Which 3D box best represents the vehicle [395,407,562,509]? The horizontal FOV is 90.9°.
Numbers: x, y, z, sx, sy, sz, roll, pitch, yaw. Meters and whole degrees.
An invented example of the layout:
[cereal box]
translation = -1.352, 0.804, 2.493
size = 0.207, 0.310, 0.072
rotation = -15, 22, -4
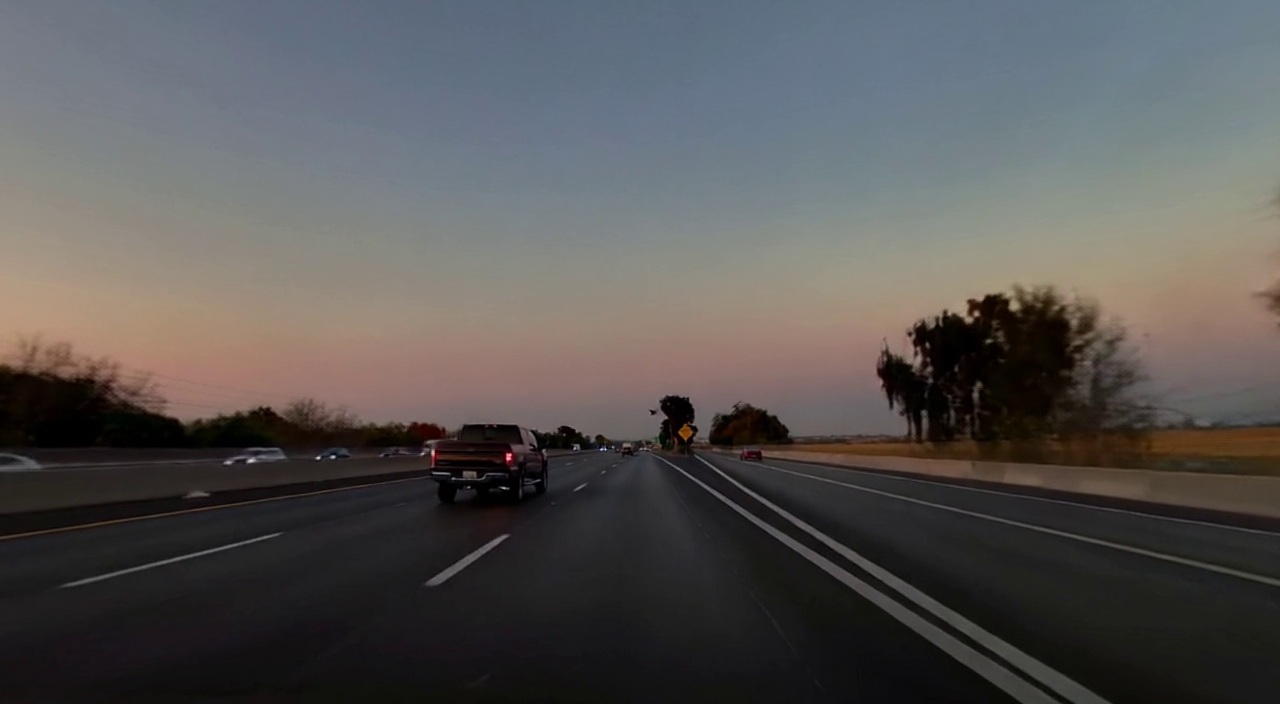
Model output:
[vehicle]
translation = -3.712, 2.638, 16.131
size = 2.601, 2.084, 6.068
rotation = 0, -8, 0
